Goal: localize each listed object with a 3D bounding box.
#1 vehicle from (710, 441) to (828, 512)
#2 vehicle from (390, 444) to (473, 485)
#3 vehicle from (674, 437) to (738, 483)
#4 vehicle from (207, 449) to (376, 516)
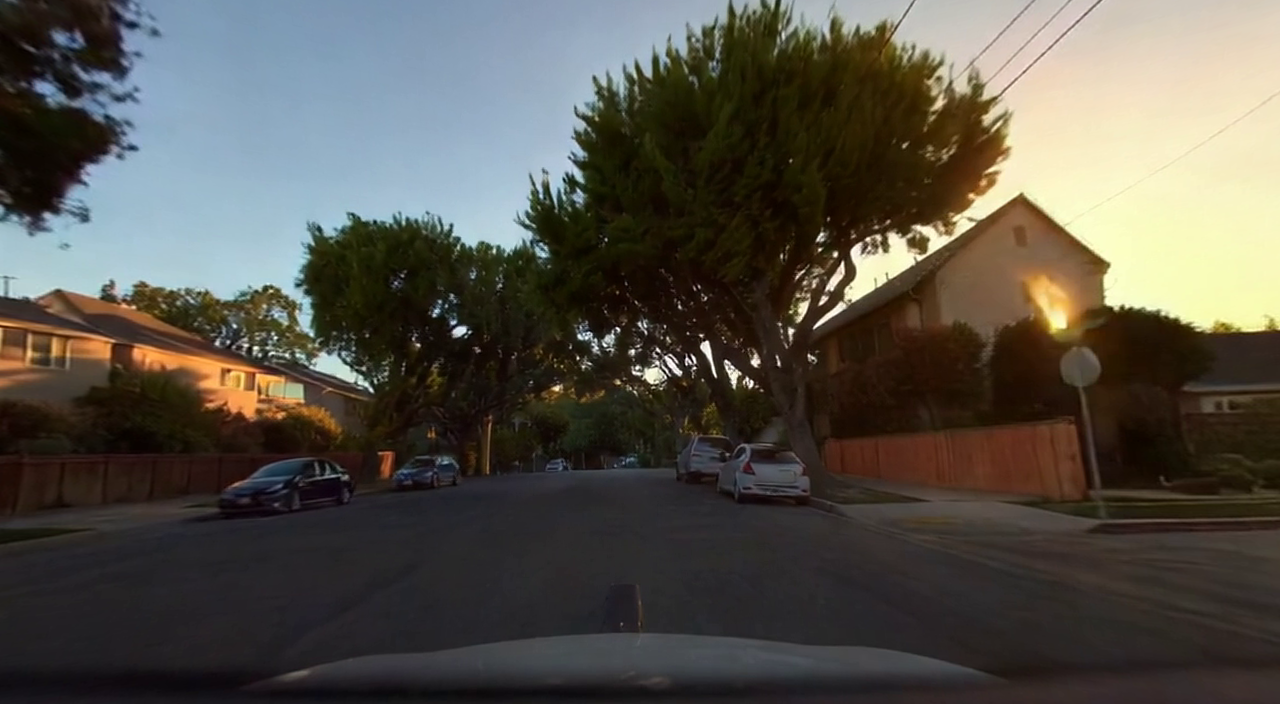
[{"bbox_3d":[3.075,3.060,16.036,1.927,1.529,4.144,0,-9,-3],"label":"vehicle"},{"bbox_3d":[-8.945,4.838,27.509,2.027,1.584,4.476,0,-9,1],"label":"vehicle"},{"bbox_3d":[2.930,4.939,29.295,2.225,1.911,5.322,0,-9,-2],"label":"vehicle"},{"bbox_3d":[-8.644,3.230,16.227,1.937,1.427,4.510,0,-9,-3],"label":"vehicle"}]
